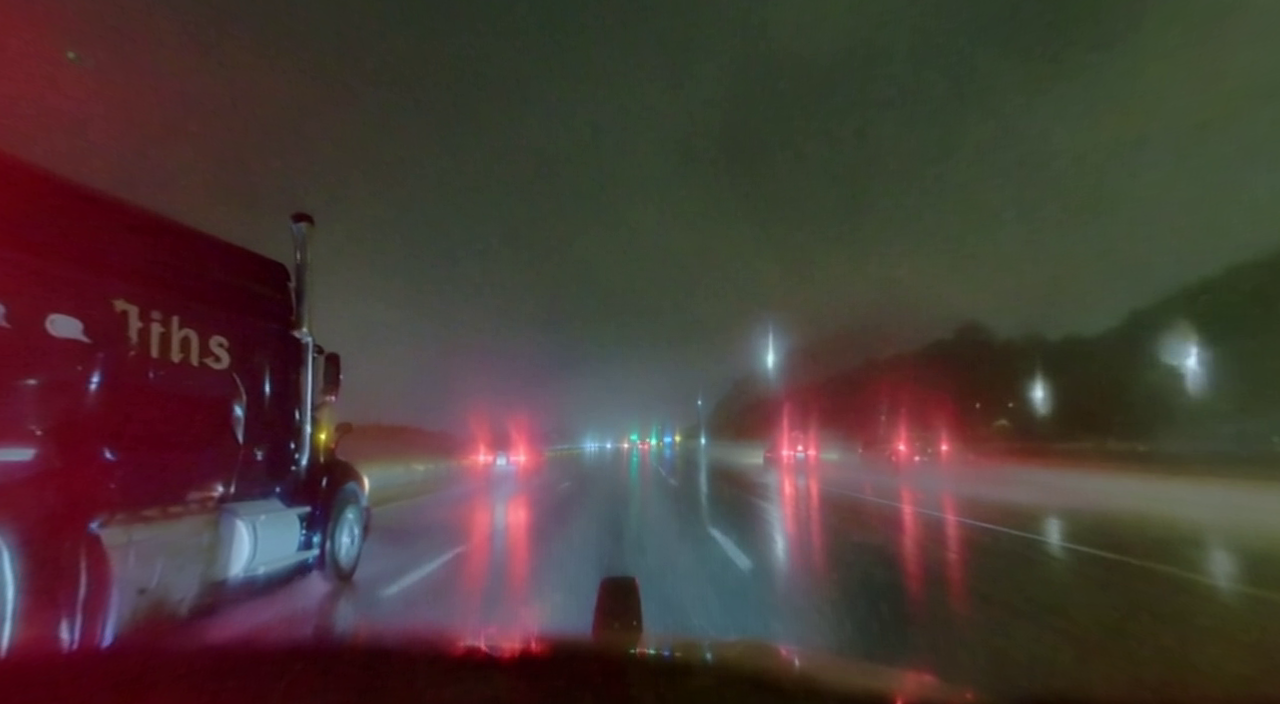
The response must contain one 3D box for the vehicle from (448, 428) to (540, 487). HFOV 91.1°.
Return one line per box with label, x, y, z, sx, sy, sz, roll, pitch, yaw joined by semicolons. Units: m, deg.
vehicle;-4.611;3.396;20.532;2.063;1.661;4.439;2;-8;-2
